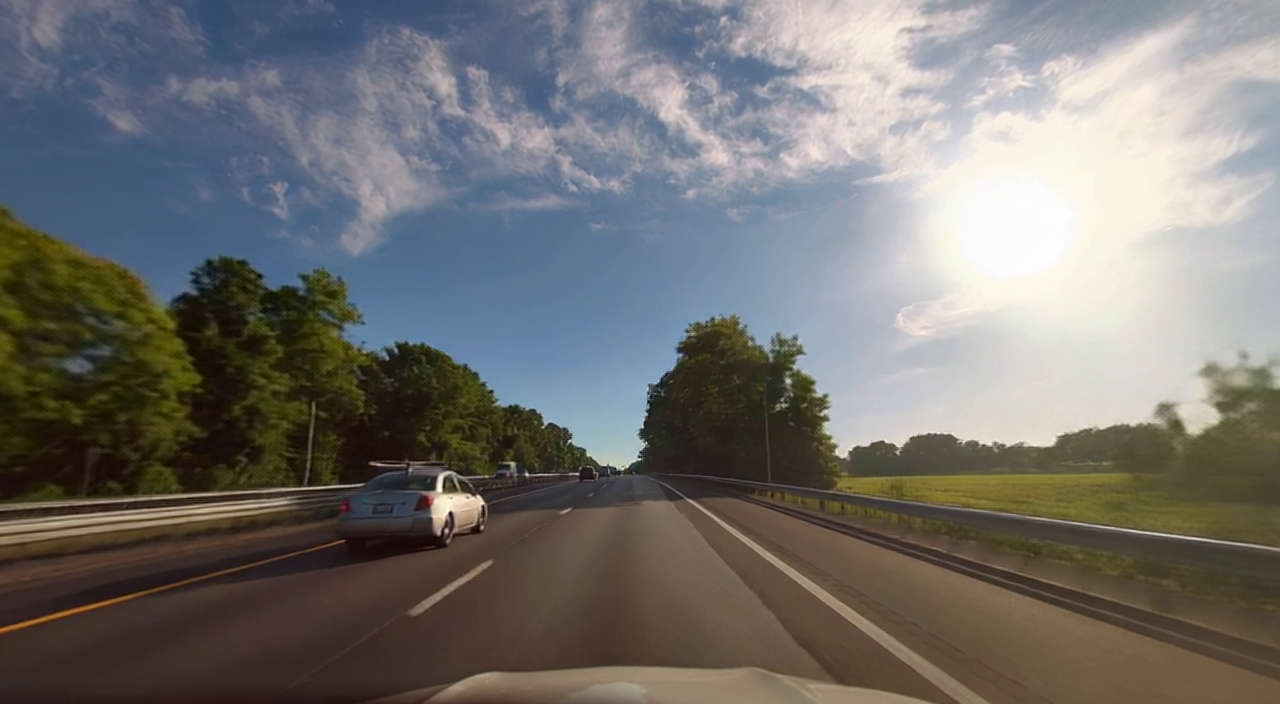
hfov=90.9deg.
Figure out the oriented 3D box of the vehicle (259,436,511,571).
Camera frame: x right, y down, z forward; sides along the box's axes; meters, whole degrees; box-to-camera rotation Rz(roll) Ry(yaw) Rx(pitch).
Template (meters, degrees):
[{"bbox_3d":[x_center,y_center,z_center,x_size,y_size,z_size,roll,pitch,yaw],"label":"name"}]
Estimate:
[{"bbox_3d":[-3.714,2.355,10.389,2.123,1.666,4.709,1,-10,0],"label":"vehicle"}]
